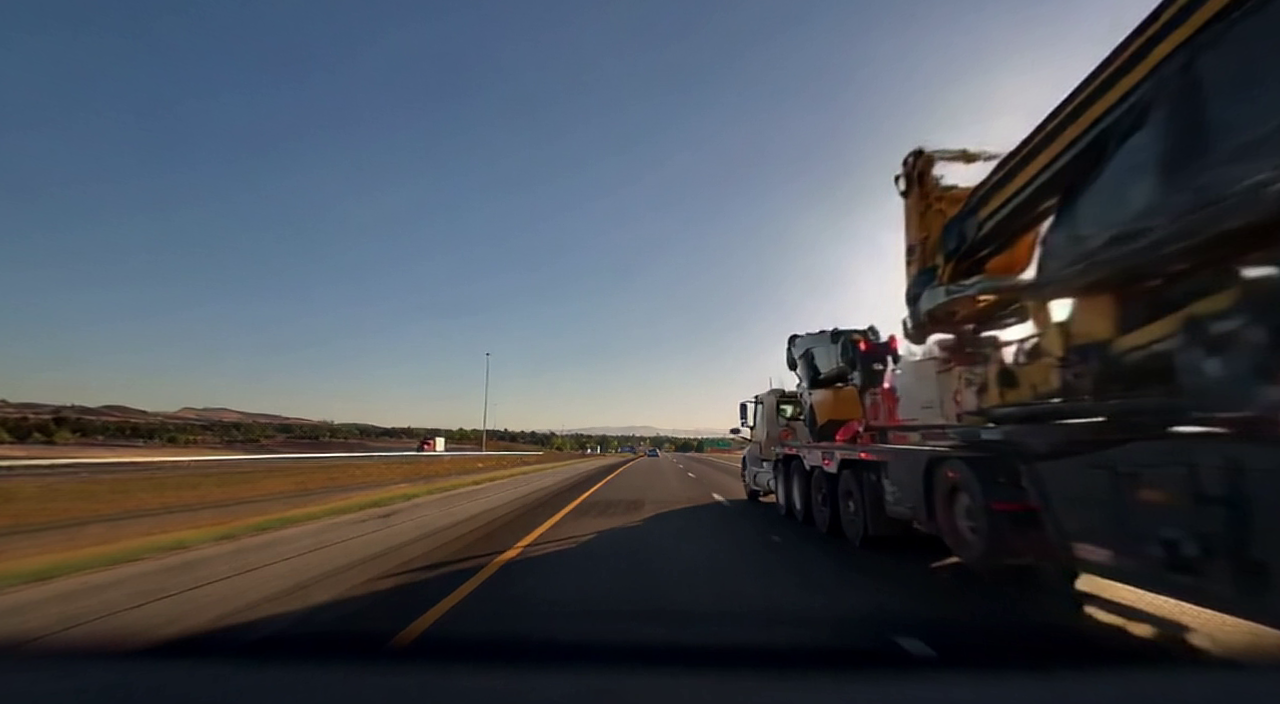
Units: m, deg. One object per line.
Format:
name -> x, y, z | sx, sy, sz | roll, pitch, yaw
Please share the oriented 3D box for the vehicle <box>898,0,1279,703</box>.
vehicle -> 3.969, -0.236, 2.412 | 2.959, 3.724, 7.068 | 0, -8, 1
